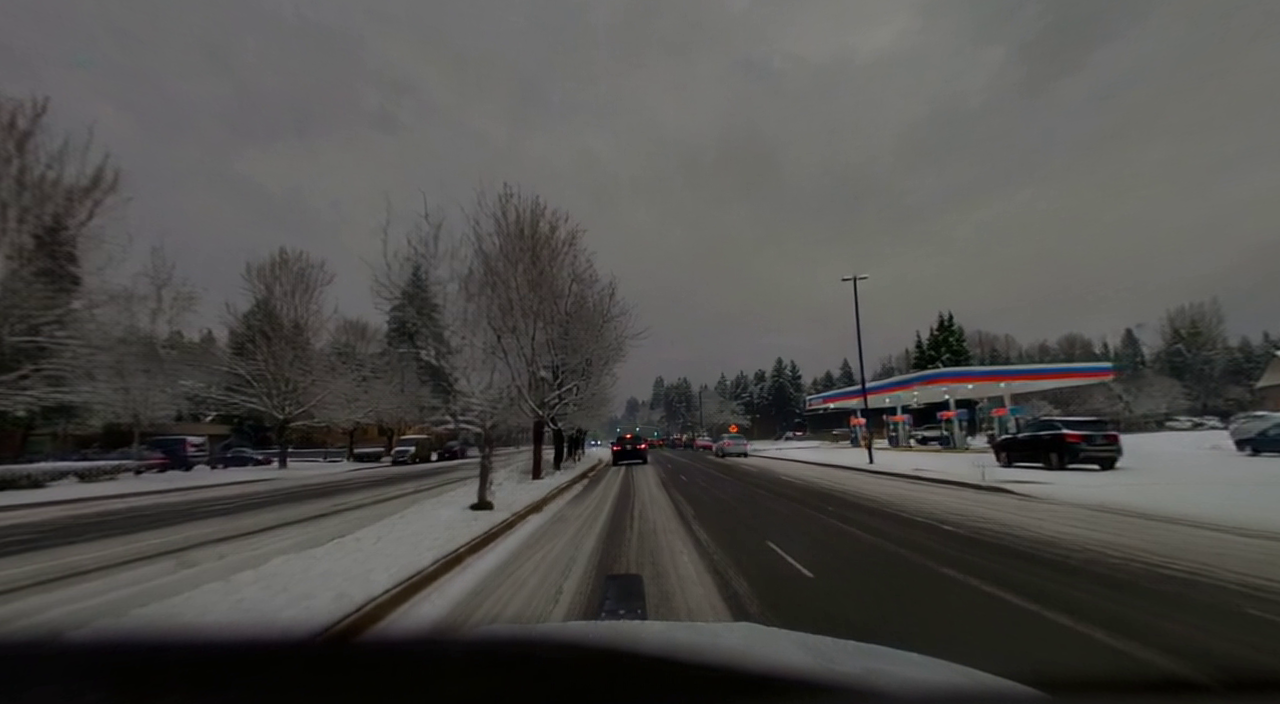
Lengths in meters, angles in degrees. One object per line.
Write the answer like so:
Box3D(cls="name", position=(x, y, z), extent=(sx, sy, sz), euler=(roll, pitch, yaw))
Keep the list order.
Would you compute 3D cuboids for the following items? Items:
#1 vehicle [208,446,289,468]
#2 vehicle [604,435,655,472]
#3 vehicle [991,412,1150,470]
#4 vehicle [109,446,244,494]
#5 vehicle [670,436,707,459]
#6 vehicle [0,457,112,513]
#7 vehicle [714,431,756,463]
Box3D(cls="vehicle", position=(-27.549, 7.403, 44.550), extent=(4.413, 1.451, 1.882), euler=(0, -8, 0))
Box3D(cls="vehicle", position=(-0.437, 4.412, 27.750), extent=(2.052, 1.488, 3.779), euler=(0, -8, 0))
Box3D(cls="vehicle", position=(15.355, 3.253, 22.990), extent=(2.368, 1.868, 4.724), euler=(0, -8, -1))
Box3D(cls="vehicle", position=(-18.785, 4.745, 25.930), extent=(2.004, 1.758, 4.594), euler=(0, -8, 0))
Box3D(cls="vehicle", position=(3.308, 6.659, 44.112), extent=(2.124, 1.476, 4.730), euler=(0, -8, -1))
Box3D(cls="vehicle", position=(-18.769, 3.962, 19.038), extent=(1.797, 1.461, 4.536), euler=(0, -8, 0))
Box3D(cls="vehicle", position=(5.701, 5.599, 37.278), extent=(2.117, 1.757, 4.969), euler=(-2, -8, 12))
